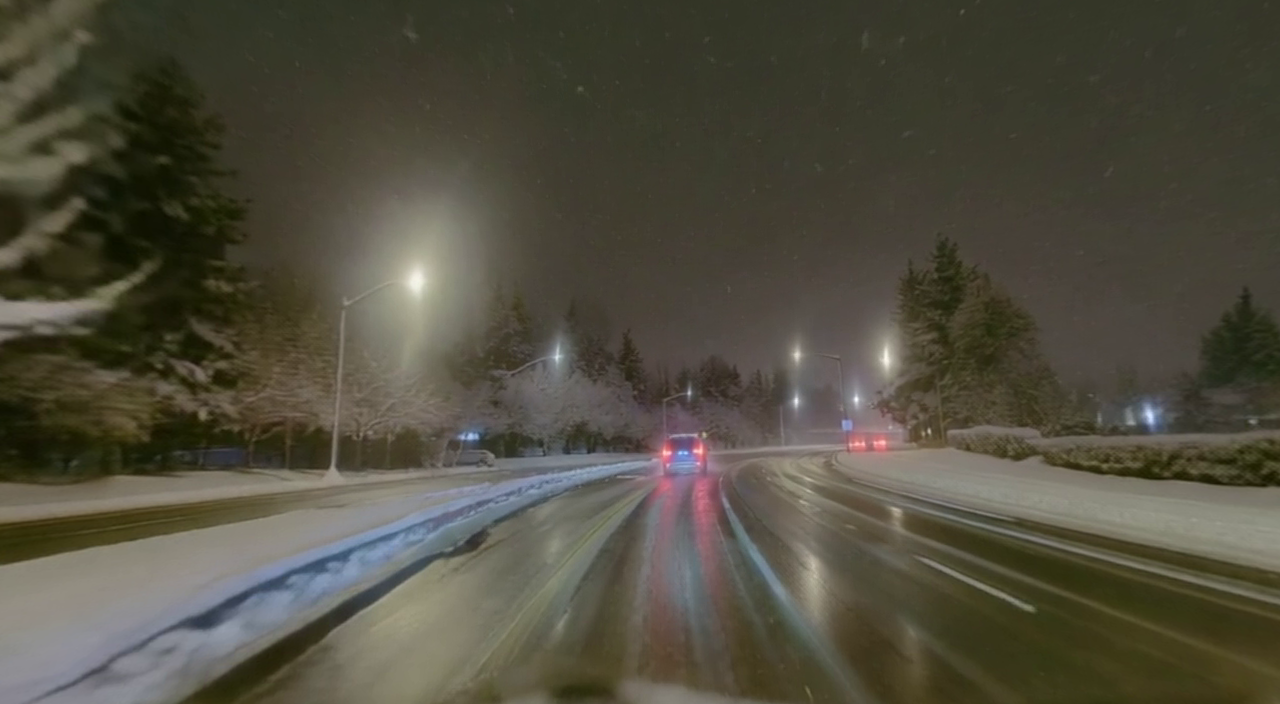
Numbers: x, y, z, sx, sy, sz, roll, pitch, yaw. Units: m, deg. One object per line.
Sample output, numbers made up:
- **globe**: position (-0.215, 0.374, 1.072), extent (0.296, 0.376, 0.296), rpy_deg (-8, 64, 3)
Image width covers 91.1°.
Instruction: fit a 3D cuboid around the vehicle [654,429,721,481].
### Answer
- **vehicle**: position (2.138, 4.291, 26.409), extent (2.371, 1.926, 5.615), rpy_deg (-2, -9, 9)
